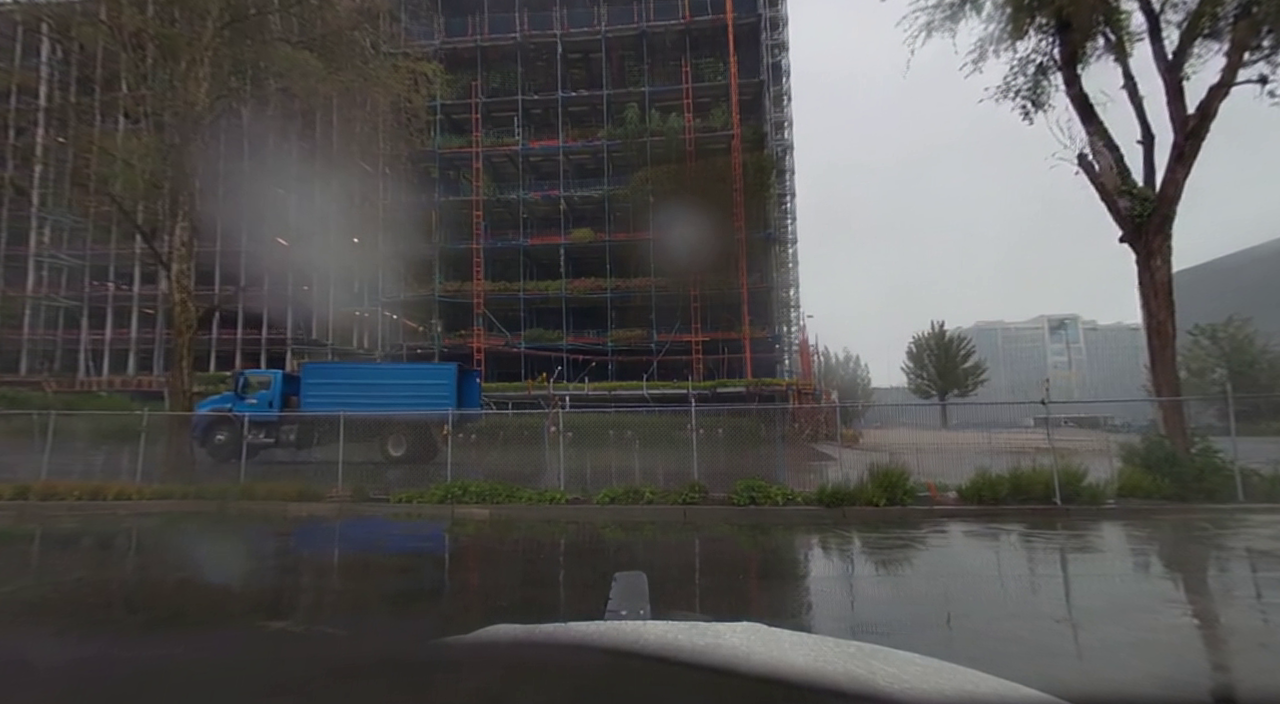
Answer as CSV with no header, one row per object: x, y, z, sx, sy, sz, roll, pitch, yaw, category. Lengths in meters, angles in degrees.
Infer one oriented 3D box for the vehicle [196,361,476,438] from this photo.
-16.821,2.794,35.990,14.067,4.099,2.832,1,-9,-6,vehicle
